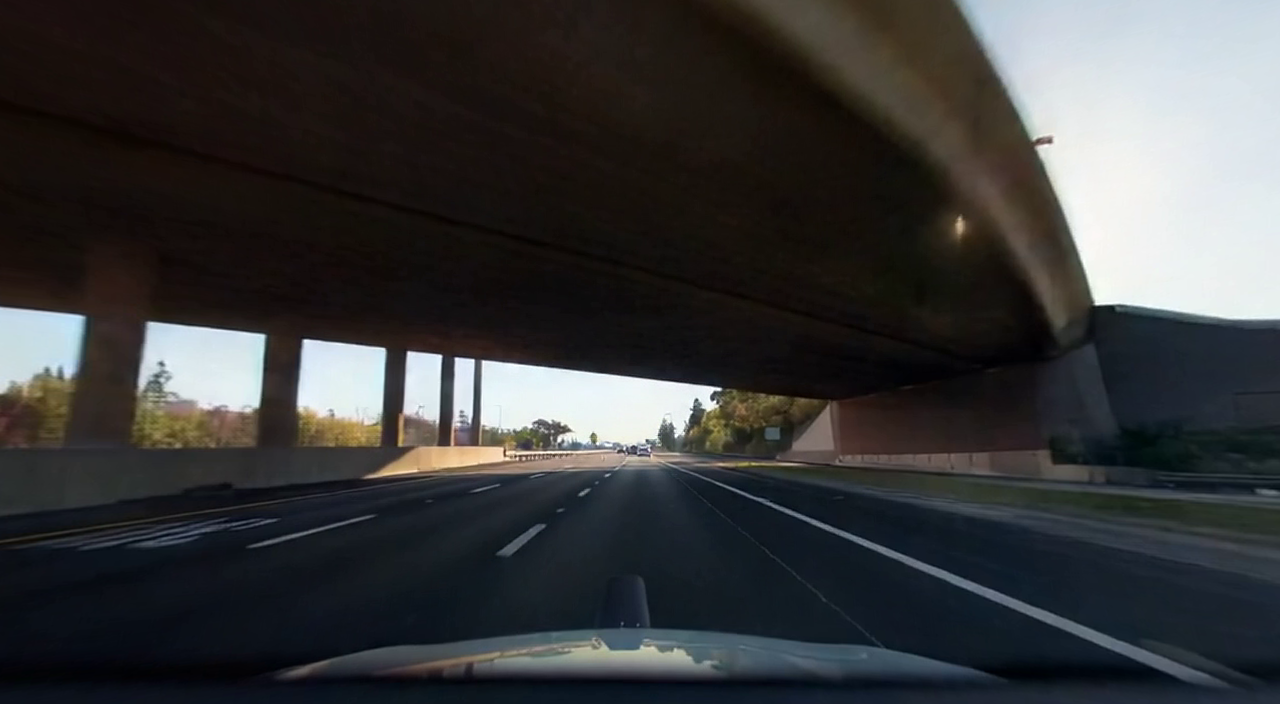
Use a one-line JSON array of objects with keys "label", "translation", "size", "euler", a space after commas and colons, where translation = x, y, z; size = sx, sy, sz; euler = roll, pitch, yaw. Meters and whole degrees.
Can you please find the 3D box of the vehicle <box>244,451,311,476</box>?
[{"label": "vehicle", "translation": [-24.949, 7.662, 43.532], "size": [1.918, 1.596, 4.471], "euler": [0, -9, 2]}]
